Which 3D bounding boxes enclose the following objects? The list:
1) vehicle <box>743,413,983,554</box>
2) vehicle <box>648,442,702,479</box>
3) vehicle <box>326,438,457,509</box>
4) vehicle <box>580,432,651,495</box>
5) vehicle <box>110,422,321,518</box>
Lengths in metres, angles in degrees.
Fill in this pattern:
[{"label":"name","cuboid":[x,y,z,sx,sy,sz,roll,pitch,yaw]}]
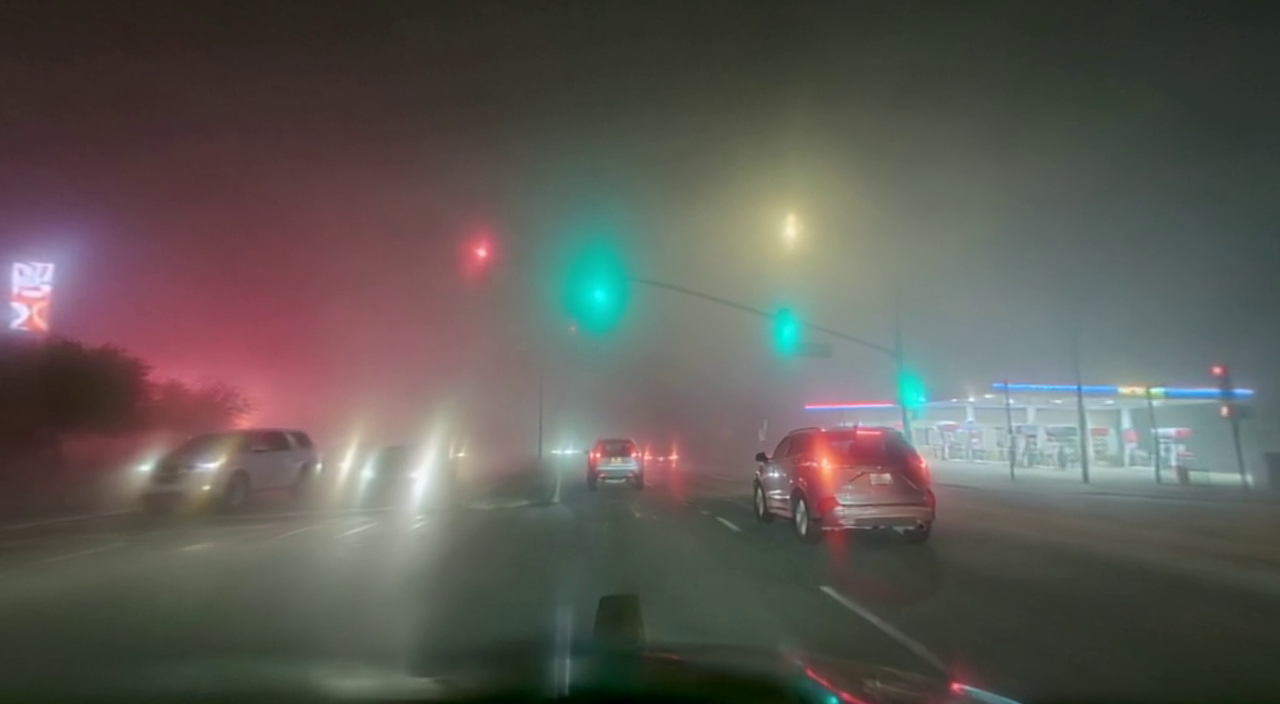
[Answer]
[{"label":"vehicle","cuboid":[3.161,1.961,10.069,2.000,1.745,4.206,1,-8,-5]},{"label":"vehicle","cuboid":[1.573,5.019,29.430,1.800,1.592,3.658,1,-9,-8]},{"label":"vehicle","cuboid":[-6.037,2.959,15.888,1.987,1.505,4.337,1,-9,-7]},{"label":"vehicle","cuboid":[-0.887,3.513,20.251,2.051,1.798,4.168,1,-8,-5]},{"label":"vehicle","cuboid":[-8.962,2.500,13.860,1.992,1.755,4.283,1,-8,-6]}]
